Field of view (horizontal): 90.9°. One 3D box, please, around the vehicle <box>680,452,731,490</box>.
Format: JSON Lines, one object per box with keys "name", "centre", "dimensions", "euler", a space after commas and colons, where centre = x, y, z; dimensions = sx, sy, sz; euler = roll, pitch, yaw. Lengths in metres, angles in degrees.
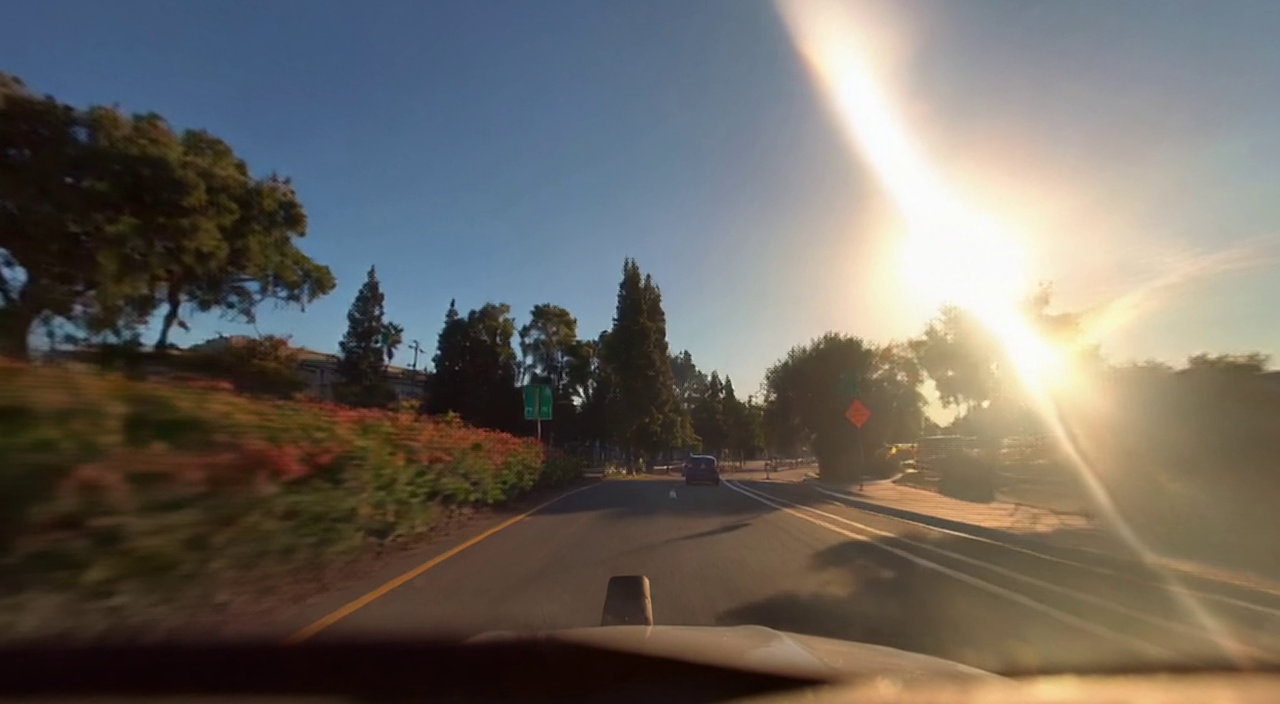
{"name": "vehicle", "centre": [2.806, 5.192, 27.797], "dimensions": [1.956, 1.473, 4.640], "euler": [-1, -9, 3]}
